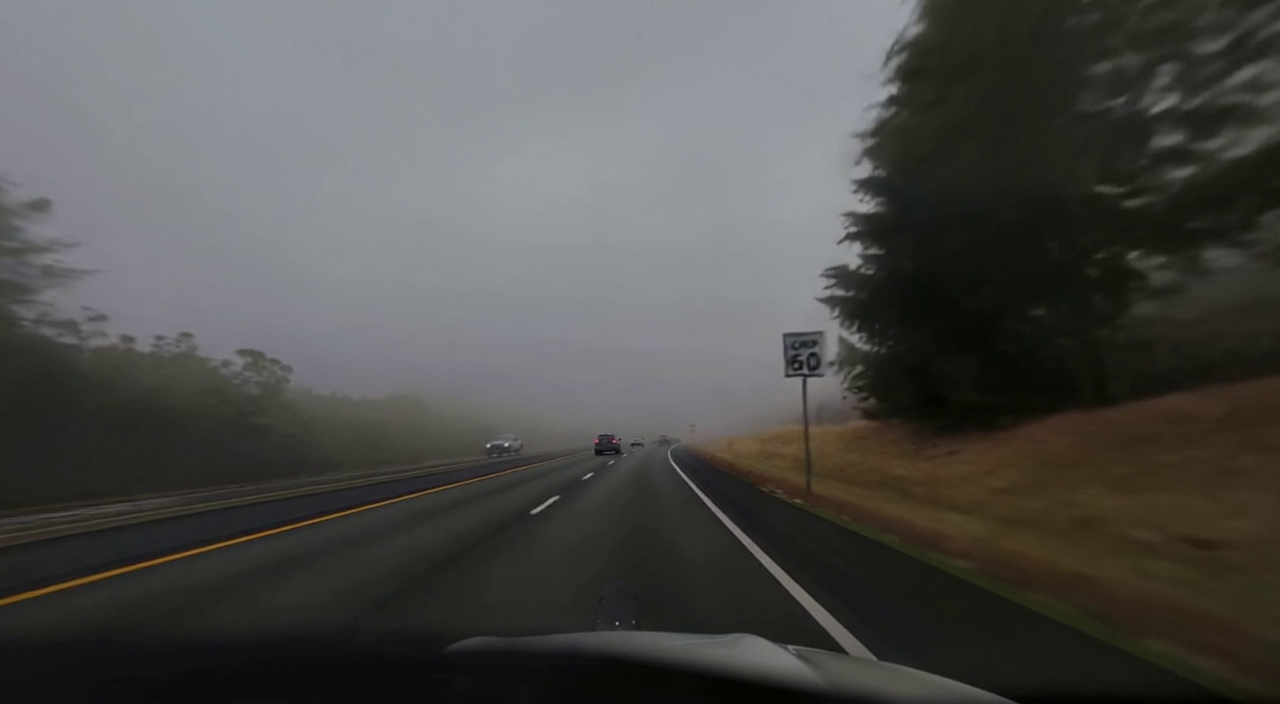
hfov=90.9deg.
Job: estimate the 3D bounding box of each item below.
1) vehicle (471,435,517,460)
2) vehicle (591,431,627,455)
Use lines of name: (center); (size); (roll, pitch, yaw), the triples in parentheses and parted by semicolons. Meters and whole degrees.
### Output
vehicle: (-9.048, 5.931, 39.372); (1.850, 1.450, 3.951); (0, -8, 2)
vehicle: (-2.115, 6.403, 44.554); (2.123, 1.629, 4.180); (0, -8, 3)
